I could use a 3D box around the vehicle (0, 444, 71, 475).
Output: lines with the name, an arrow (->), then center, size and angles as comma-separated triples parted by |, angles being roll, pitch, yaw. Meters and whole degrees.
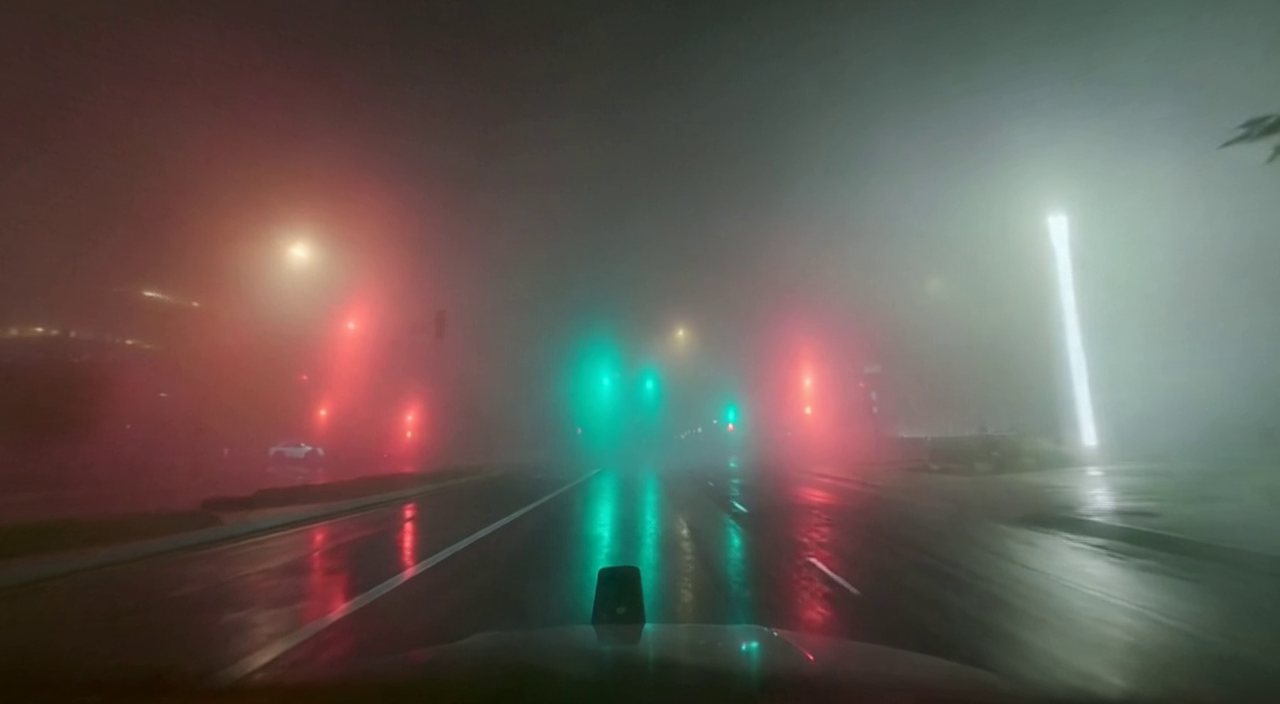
vehicle -> -32.144, 5.433, 32.063 | 1.852, 1.485, 4.683 | 0, -9, 1
